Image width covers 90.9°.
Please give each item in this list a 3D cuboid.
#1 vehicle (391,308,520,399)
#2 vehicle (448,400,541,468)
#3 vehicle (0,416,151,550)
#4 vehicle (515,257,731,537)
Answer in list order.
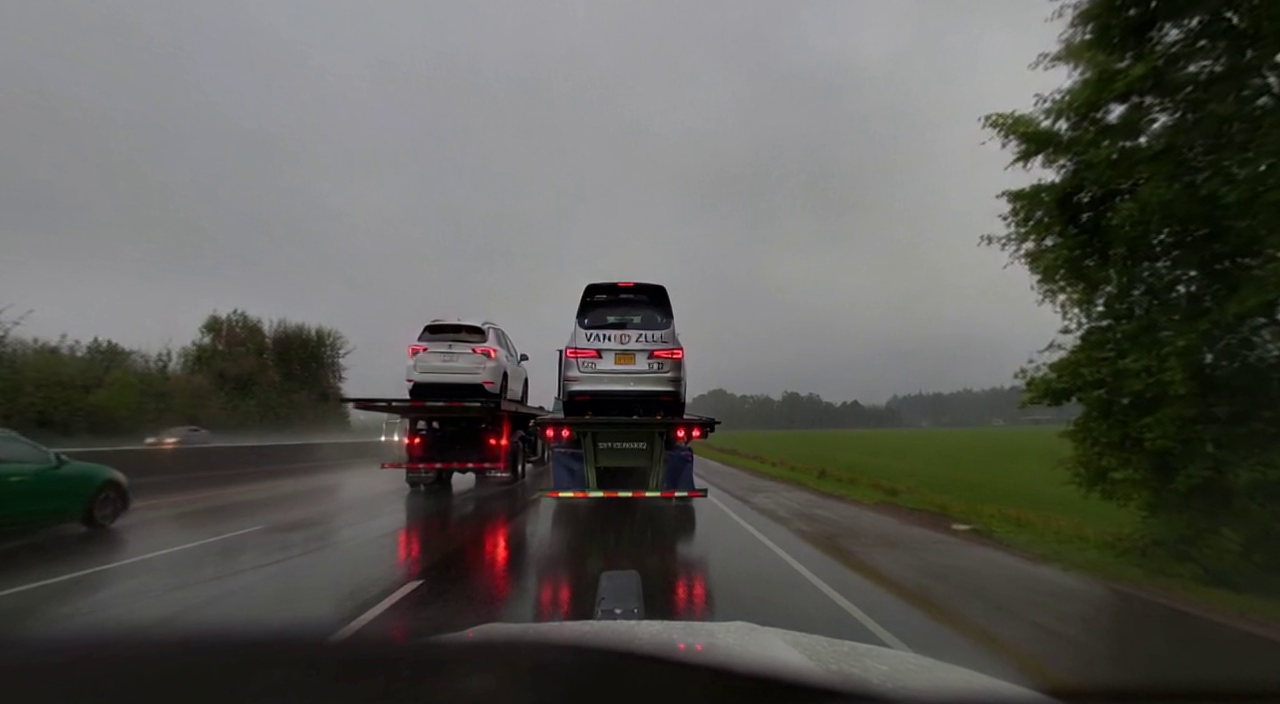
[{"bbox_3d":[-4.555,0.202,16.417,2.118,1.799,4.591,0,-7,-2],"label":"vehicle"},{"bbox_3d":[-4.581,2.685,20.581,2.258,1.970,4.402,0,-8,-4],"label":"vehicle"},{"bbox_3d":[-8.292,1.478,7.029,1.897,1.524,4.790,0,-7,-1],"label":"vehicle"},{"bbox_3d":[-0.410,1.135,12.791,2.738,3.628,9.223,0,-7,-2],"label":"vehicle"}]
